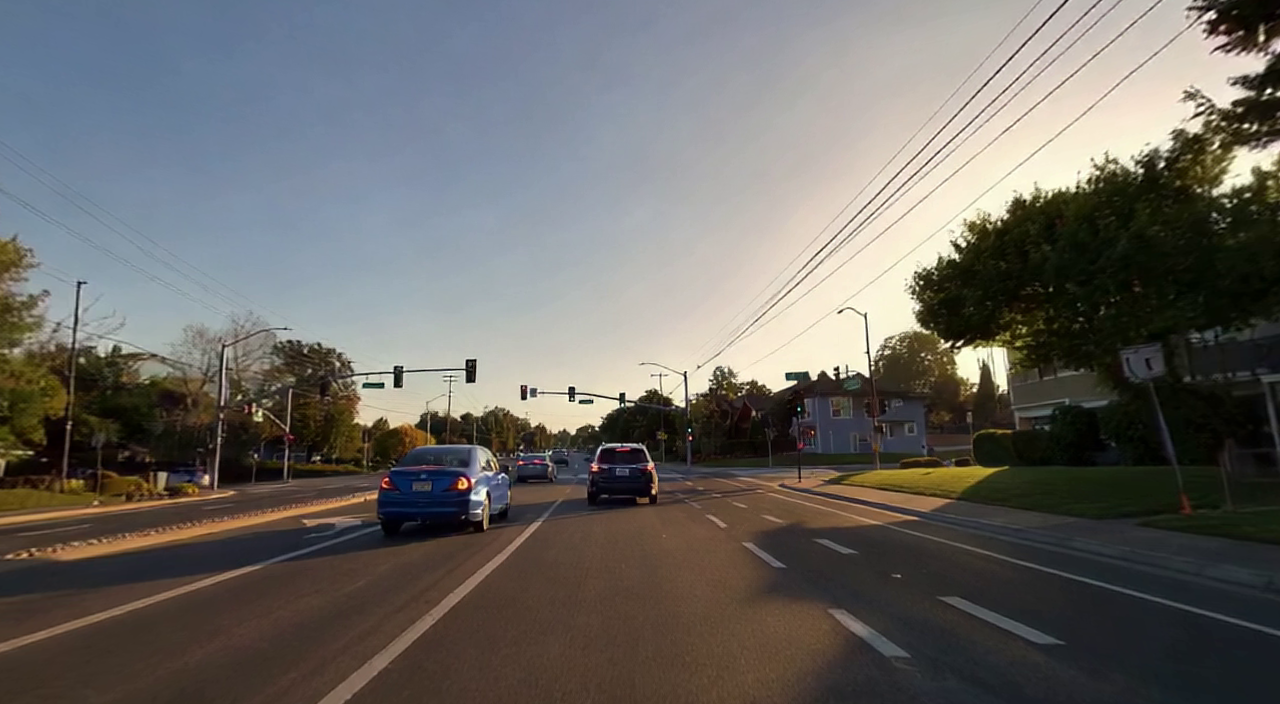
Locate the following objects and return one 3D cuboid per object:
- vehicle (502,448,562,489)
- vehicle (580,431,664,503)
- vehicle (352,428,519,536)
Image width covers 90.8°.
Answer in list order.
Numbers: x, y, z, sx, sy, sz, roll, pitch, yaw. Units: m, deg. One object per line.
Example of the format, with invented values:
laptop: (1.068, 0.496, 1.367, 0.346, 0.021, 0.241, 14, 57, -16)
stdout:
vehicle: (-4.172, 4.563, 25.099, 1.863, 1.449, 4.153, 0, -9, -3)
vehicle: (-0.541, 3.281, 18.444, 2.155, 1.836, 4.250, 0, -9, -2)
vehicle: (-3.622, 2.369, 12.095, 1.899, 1.685, 4.121, 0, -9, -2)
